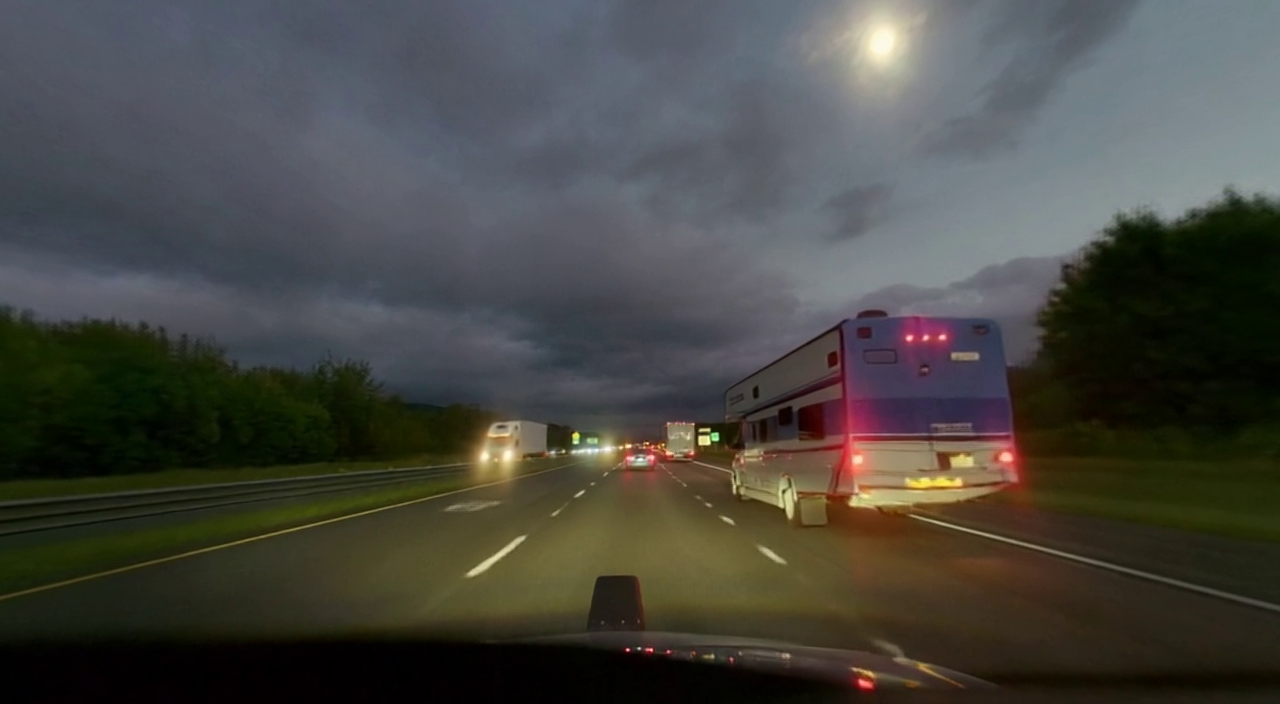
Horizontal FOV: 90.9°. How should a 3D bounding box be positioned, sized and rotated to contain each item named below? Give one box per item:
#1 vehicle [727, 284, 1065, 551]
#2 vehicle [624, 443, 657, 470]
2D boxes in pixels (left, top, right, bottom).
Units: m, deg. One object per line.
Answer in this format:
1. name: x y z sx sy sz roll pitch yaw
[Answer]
1. vehicle: 3.937 1.488 12.713 2.931 3.530 8.760 0 -9 -1
2. vehicle: 0.016 7.037 42.573 2.151 1.678 3.923 0 -9 -1
